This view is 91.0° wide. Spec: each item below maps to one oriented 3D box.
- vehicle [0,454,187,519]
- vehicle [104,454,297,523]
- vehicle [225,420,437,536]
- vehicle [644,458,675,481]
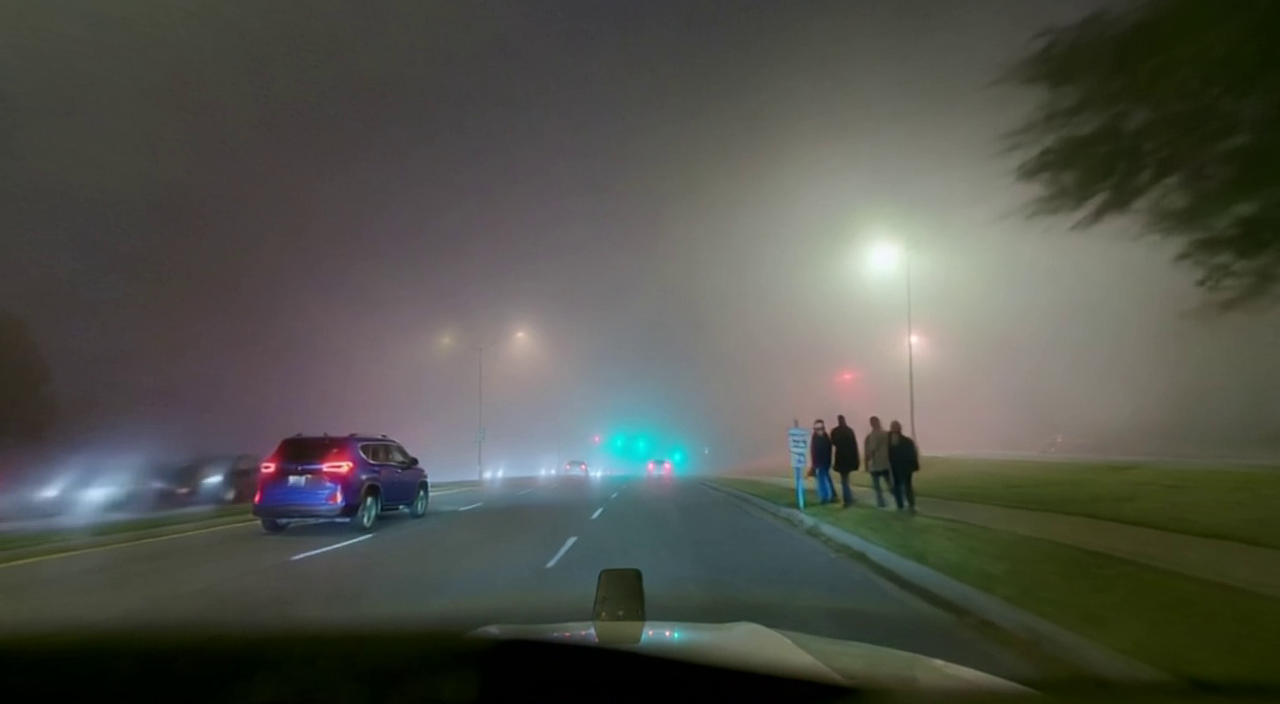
[{"bbox_3d":[-15.728,3.767,18.190,1.997,1.603,4.404,0,-9,0],"label":"vehicle"},{"bbox_3d":[-11.966,3.697,17.722,2.064,1.515,5.056,0,-8,-4],"label":"vehicle"},{"bbox_3d":[-5.867,2.450,12.731,2.027,1.908,4.273,-1,-9,1],"label":"vehicle"},{"bbox_3d":[1.376,8.373,45.182,2.091,1.494,3.962,0,-9,0],"label":"vehicle"}]
